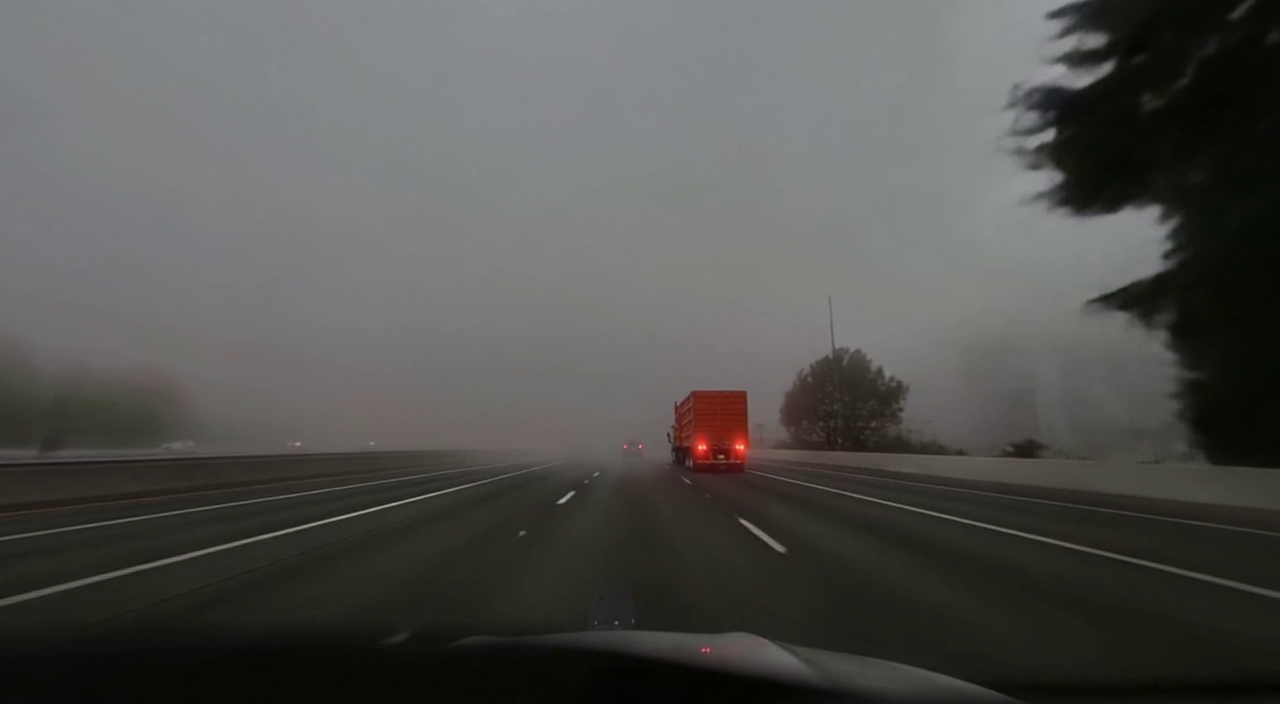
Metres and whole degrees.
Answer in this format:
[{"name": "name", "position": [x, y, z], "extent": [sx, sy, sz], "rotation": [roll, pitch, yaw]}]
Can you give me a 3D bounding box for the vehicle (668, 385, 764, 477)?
[{"name": "vehicle", "position": [3.210, 3.880, 30.149], "extent": [2.966, 3.586, 10.563], "rotation": [0, -9, -2]}]
